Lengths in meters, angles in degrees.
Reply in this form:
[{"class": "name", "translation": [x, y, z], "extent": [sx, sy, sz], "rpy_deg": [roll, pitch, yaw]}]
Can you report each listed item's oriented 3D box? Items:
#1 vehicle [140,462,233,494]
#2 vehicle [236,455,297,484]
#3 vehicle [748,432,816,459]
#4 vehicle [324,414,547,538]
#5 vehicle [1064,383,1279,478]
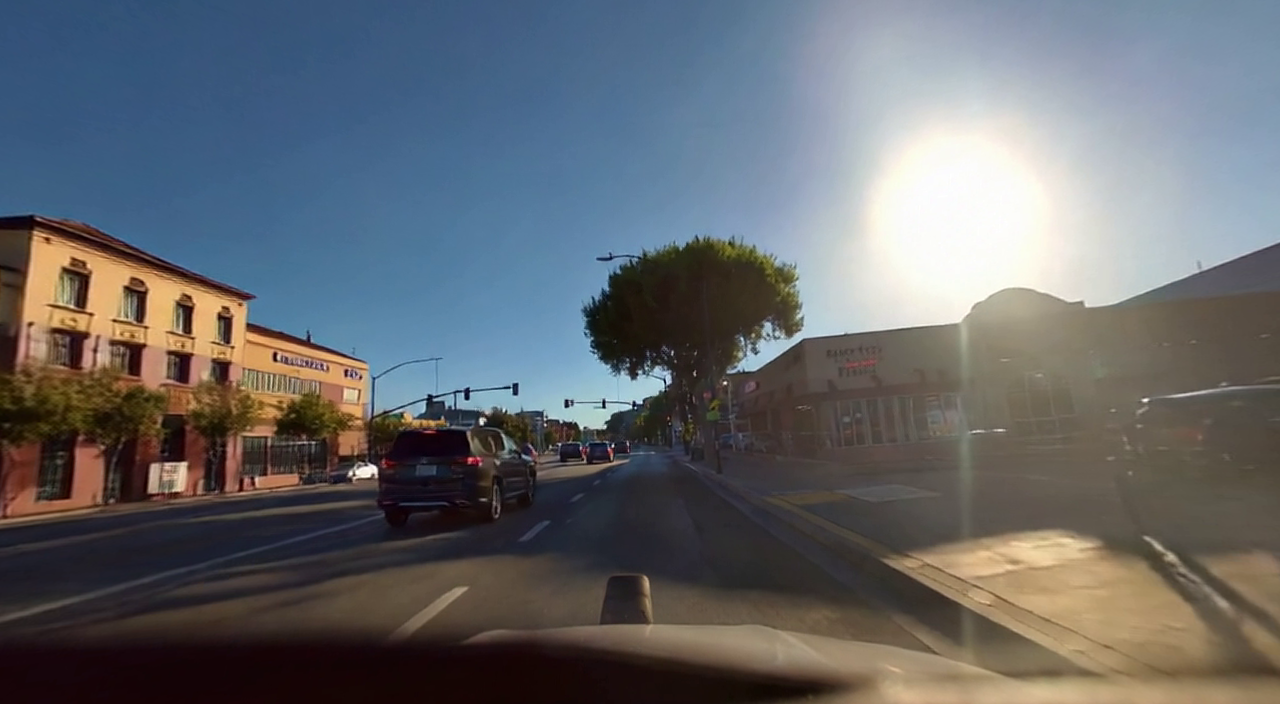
[{"class": "vehicle", "translation": [-27.778, 7.682, 38.660], "extent": [4.398, 1.737, 1.950], "rpy_deg": [8, -10, -37]}, {"class": "vehicle", "translation": [-28.474, 8.961, 48.040], "extent": [3.755, 1.646, 1.961], "rpy_deg": [-1, -11, -36]}, {"class": "vehicle", "translation": [9.997, 6.657, 44.744], "extent": [4.361, 1.550, 2.087], "rpy_deg": [2, -13, 2]}, {"class": "vehicle", "translation": [-3.274, 2.121, 11.461], "extent": [2.277, 1.743, 4.893], "rpy_deg": [0, -8, 2]}, {"class": "vehicle", "translation": [10.575, 1.408, 11.203], "extent": [4.573, 1.532, 1.983], "rpy_deg": [0, -9, 2]}]
